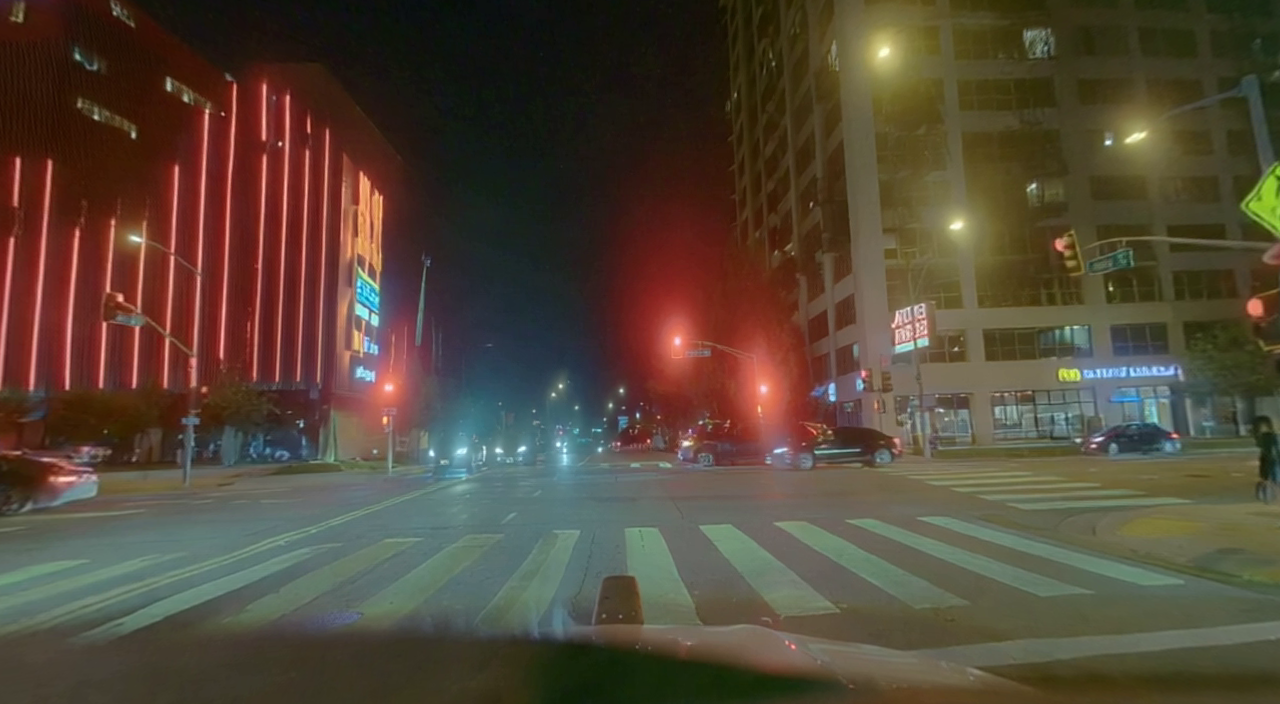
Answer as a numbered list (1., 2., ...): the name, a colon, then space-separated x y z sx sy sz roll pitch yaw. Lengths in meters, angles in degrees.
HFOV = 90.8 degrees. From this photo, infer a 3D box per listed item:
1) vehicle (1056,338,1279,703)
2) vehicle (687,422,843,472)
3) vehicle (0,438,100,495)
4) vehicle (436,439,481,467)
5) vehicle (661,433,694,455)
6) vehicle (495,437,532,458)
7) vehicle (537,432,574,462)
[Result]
1. vehicle: 3.021 0.613 0.878 1.866 1.654 4.354 0 -8 0
2. vehicle: 4.028 3.097 20.747 4.612 1.521 1.811 1 -9 -9
3. vehicle: -23.097 4.121 22.893 4.842 1.969 2.039 1 -9 -8
4. vehicle: -10.898 6.099 38.211 1.885 1.545 4.124 1 -8 -6
5. vehicle: 2.789 6.930 47.693 1.675 1.569 4.000 1 -9 -9
6. vehicle: -8.643 6.579 43.566 1.906 1.402 4.904 0 -8 -5
7. vehicle: -5.097 5.809 38.653 1.976 1.683 4.117 0 -8 -4
